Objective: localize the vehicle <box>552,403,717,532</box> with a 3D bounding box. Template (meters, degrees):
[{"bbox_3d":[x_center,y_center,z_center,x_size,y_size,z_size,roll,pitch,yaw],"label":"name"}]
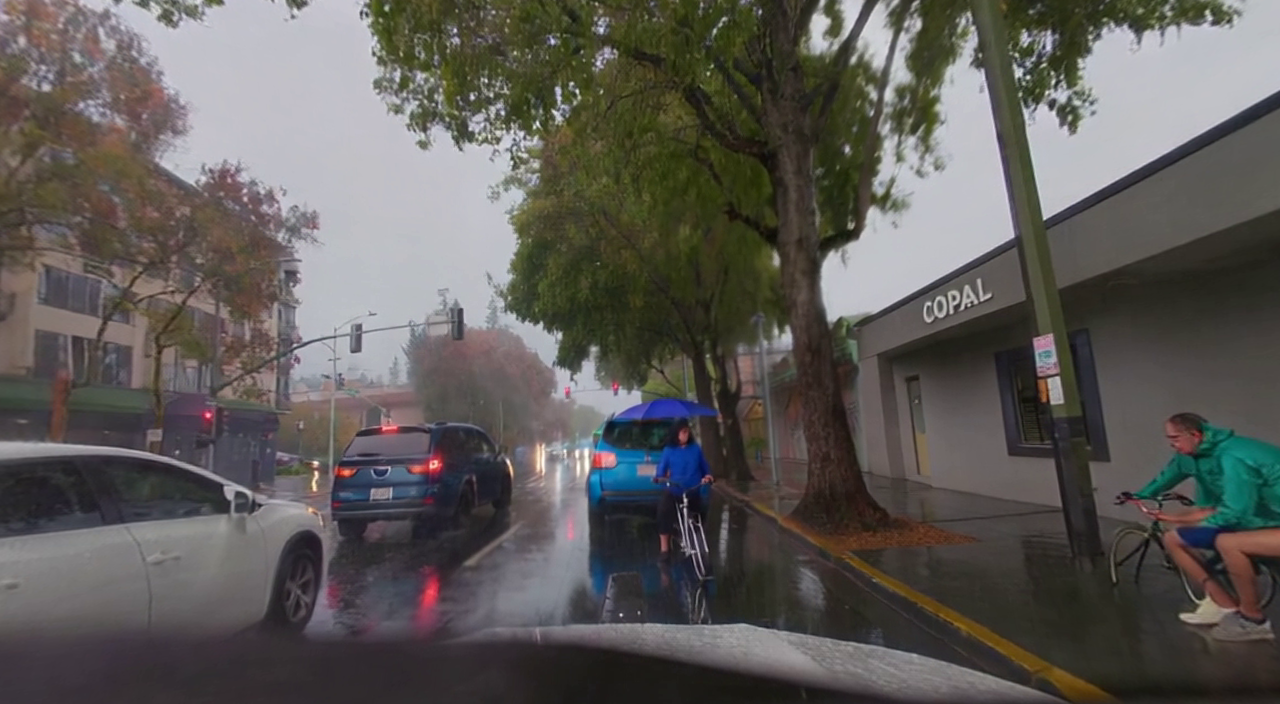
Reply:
[{"bbox_3d":[-0.118,2.085,11.884,2.426,1.882,5.027,0,-9,-1],"label":"vehicle"}]

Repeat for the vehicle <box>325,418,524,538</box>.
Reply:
[{"bbox_3d":[-3.599,2.199,11.610,2.046,1.750,4.452,0,-9,0],"label":"vehicle"}]

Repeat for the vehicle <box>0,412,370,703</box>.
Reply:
[{"bbox_3d":[-3.557,1.170,3.690,2.064,1.486,4.140,0,-9,1],"label":"vehicle"}]
